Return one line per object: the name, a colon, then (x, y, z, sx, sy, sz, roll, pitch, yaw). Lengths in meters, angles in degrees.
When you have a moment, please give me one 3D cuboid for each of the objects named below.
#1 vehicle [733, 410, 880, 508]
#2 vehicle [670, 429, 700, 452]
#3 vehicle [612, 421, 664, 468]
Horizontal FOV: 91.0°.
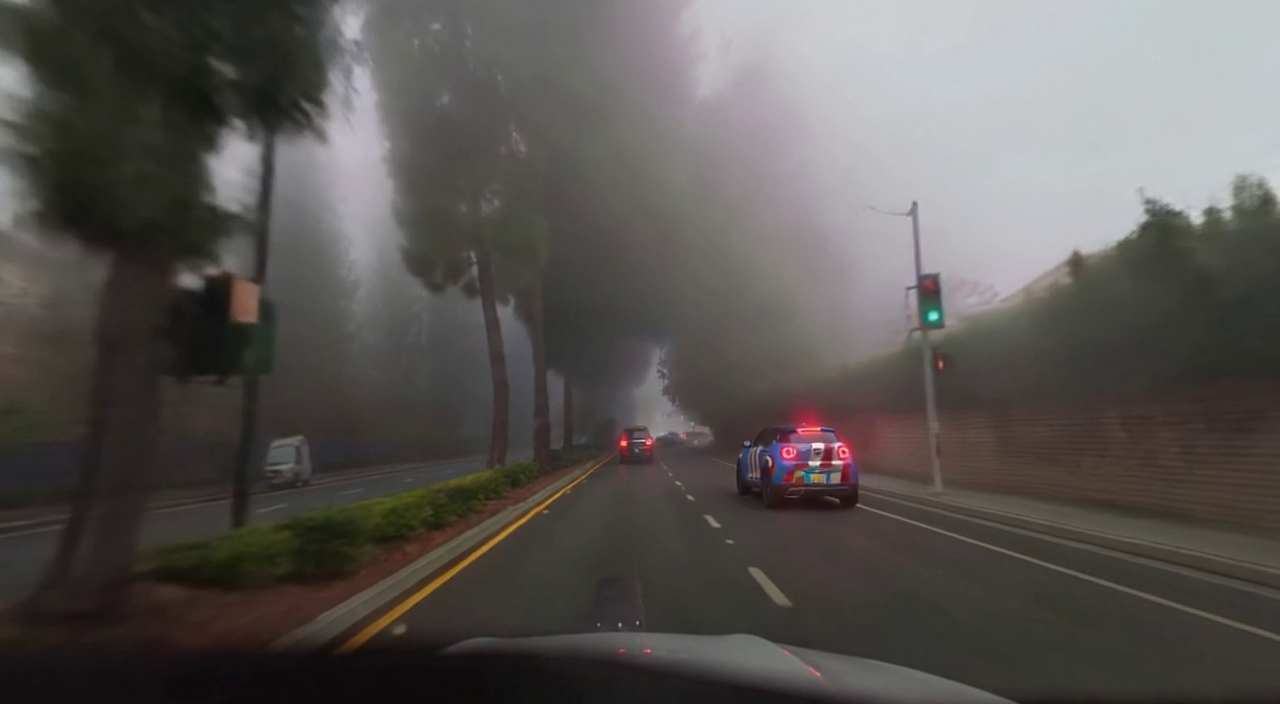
vehicle: (3.214, 2.179, 13.126, 1.840, 1.709, 4.202, 0, -8, -1)
vehicle: (3.189, 6.417, 45.560, 1.863, 1.610, 3.726, 0, -8, -1)
vehicle: (-0.104, 3.824, 25.987, 1.984, 1.777, 3.148, 0, -8, -1)
